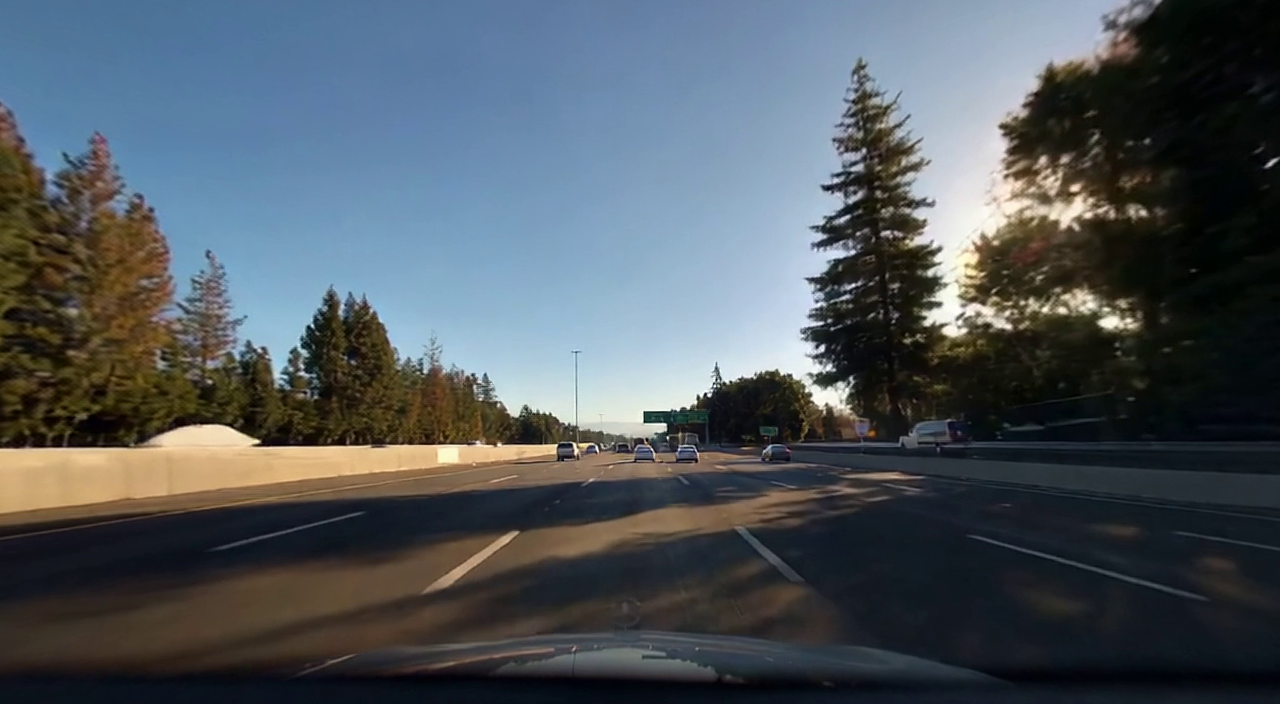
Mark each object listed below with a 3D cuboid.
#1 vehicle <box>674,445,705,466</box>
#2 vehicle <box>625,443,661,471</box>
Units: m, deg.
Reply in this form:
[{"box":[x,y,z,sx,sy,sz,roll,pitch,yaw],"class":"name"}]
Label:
[{"box":[3.753,7.964,48.482,2.076,1.506,4.050,0,-9,0],"class":"vehicle"},{"box":[0.213,6.392,38.496,2.066,1.562,4.198,0,-9,1],"class":"vehicle"}]
